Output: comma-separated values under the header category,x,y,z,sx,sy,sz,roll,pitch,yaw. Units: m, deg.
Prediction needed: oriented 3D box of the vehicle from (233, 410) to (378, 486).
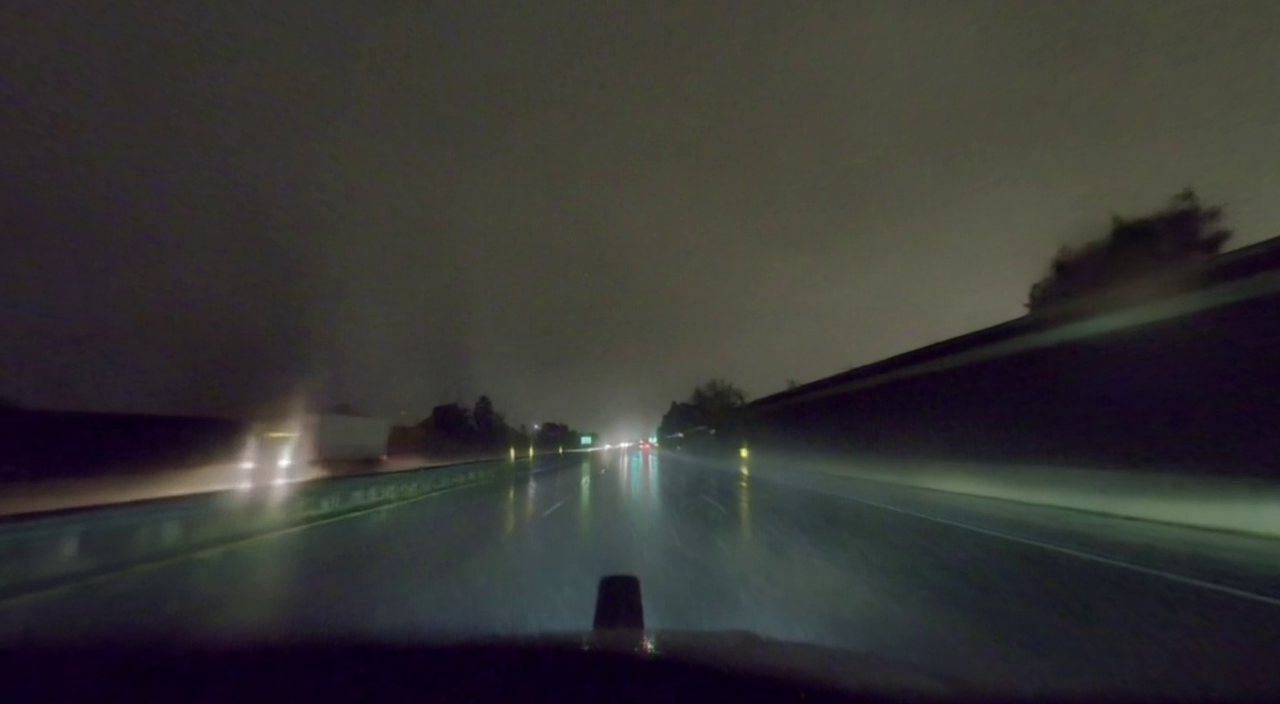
category,x,y,z,sx,sy,sz,roll,pitch,yaw
vehicle,-20.424,6.034,39.525,3.062,4.064,11.124,0,-9,-1
